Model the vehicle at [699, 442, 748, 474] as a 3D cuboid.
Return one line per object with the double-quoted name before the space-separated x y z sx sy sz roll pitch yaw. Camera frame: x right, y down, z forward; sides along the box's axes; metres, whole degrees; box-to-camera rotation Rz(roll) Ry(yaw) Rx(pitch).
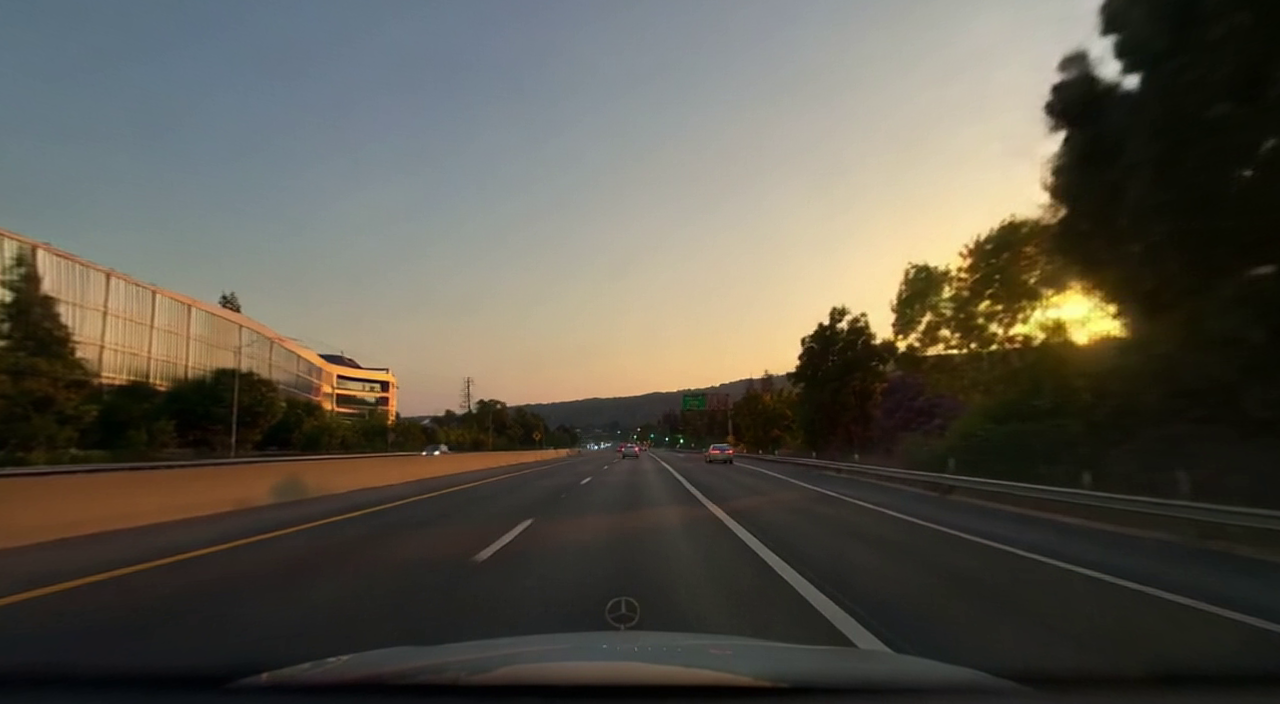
"vehicle" 4.527 5.823 34.835 2.085 1.594 4.848 0 -9 1
